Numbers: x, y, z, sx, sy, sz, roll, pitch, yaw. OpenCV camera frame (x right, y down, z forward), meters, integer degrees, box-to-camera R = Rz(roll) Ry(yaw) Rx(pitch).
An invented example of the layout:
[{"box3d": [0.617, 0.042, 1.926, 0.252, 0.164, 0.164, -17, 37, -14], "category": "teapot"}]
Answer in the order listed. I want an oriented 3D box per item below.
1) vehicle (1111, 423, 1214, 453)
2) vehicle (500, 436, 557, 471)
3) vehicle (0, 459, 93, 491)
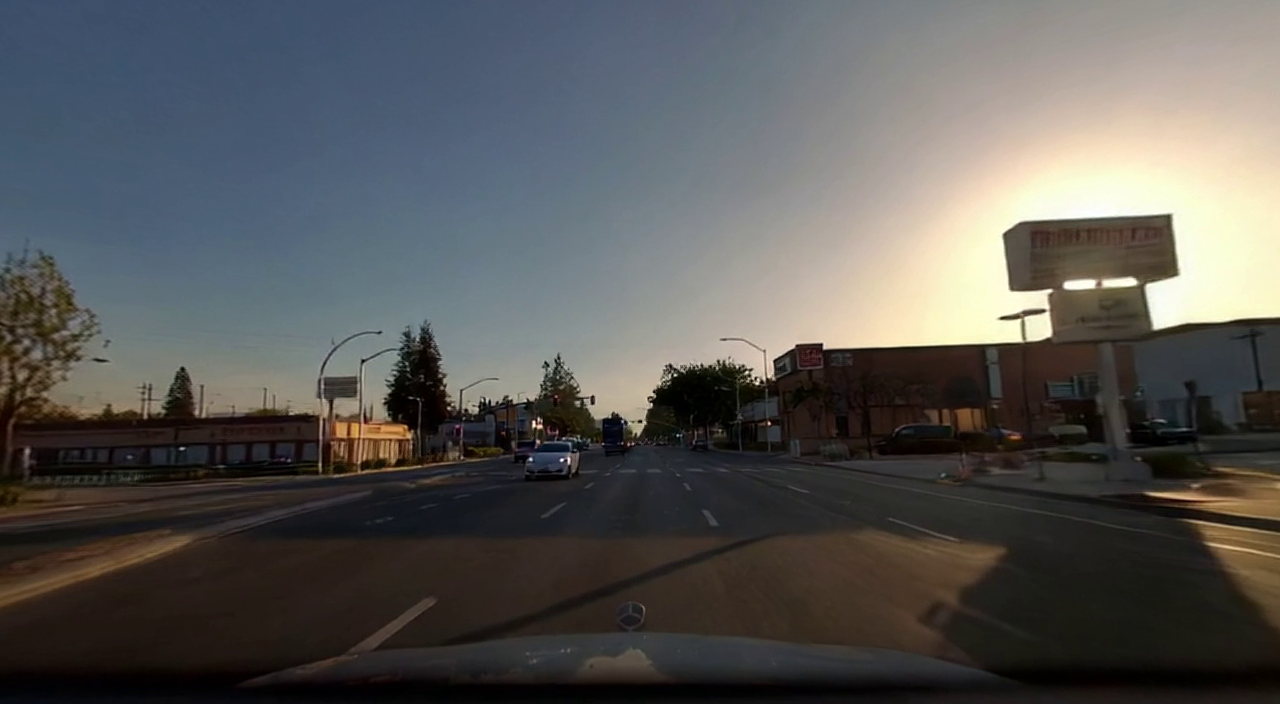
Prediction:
[{"box3d": [27.012, 4.504, 32.801, 1.796, 1.453, 4.296, 0, -8, 3], "category": "vehicle"}, {"box3d": [-5.959, 5.484, 34.300, 2.179, 1.750, 4.621, 0, -8, 2], "category": "vehicle"}, {"box3d": [-35.676, 7.275, 37.398, 4.485, 1.772, 2.149, -1, -8, 3], "category": "vehicle"}]
